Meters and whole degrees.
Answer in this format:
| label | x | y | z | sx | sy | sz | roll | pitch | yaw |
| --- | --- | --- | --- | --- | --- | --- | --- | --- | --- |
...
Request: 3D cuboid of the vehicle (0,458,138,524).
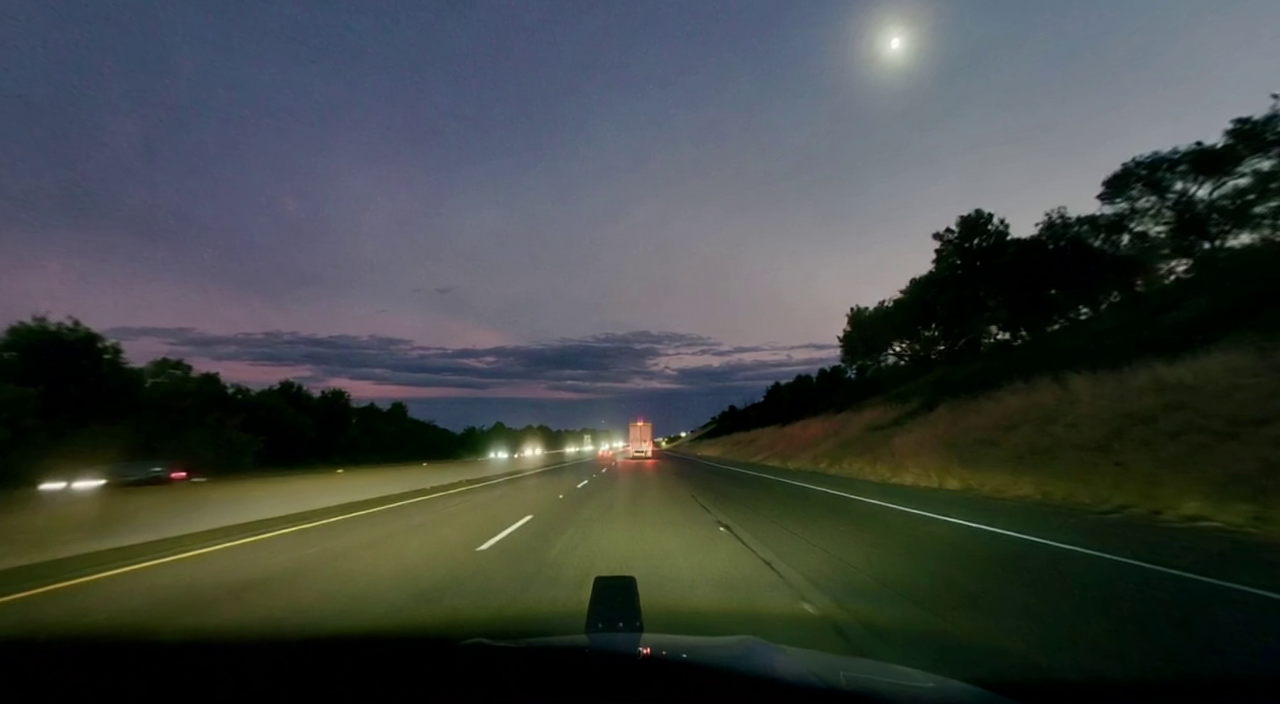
| label | x | y | z | sx | sy | sz | roll | pitch | yaw |
| --- | --- | --- | --- | --- | --- | --- | --- | --- | --- |
| vehicle | -16.075 | 3.563 | 16.547 | 2.036 | 1.500 | 4.625 | 0 | -9 | 0 |
